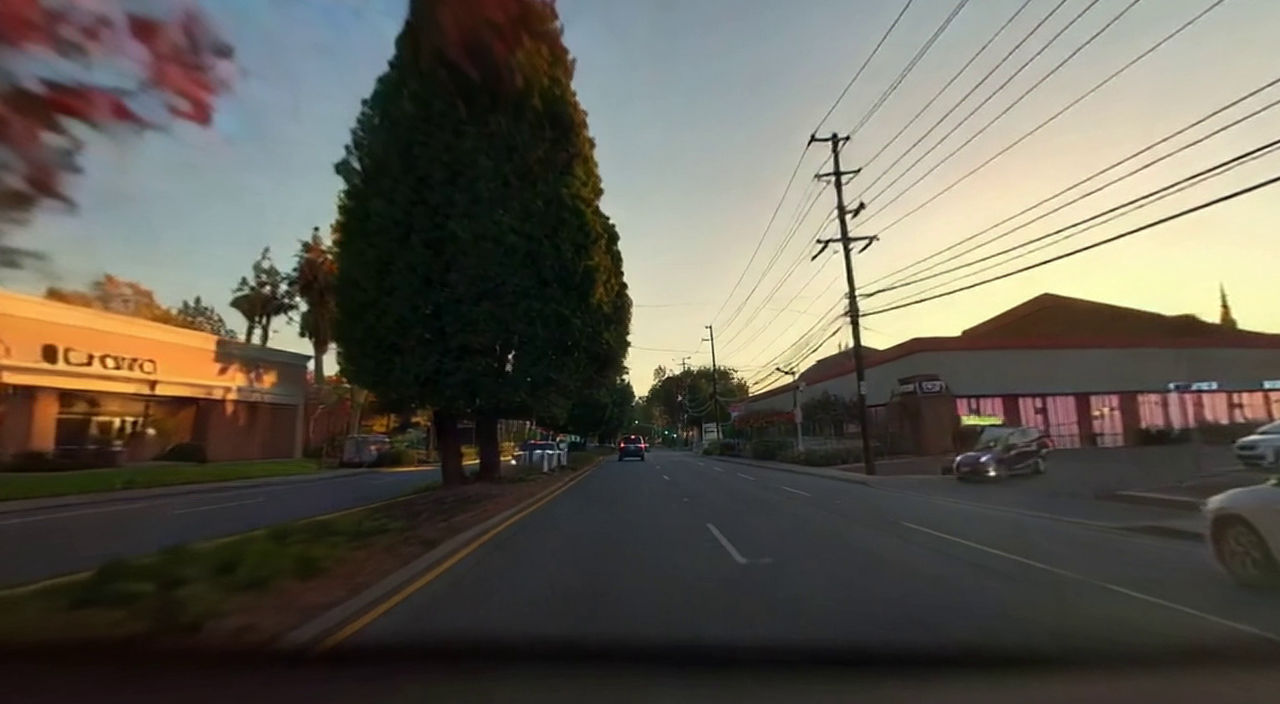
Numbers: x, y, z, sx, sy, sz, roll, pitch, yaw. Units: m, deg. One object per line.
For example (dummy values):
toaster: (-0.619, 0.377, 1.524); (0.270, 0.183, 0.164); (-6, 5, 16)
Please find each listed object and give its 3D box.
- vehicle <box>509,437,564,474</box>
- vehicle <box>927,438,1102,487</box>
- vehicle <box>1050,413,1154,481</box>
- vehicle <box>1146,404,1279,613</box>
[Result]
vehicle: (-5.737, 5.775, 35.647); (2.278, 1.828, 4.970); (-2, -8, 0)
vehicle: (14.639, 4.298, 24.860); (5.733, 1.610, 2.253); (0, -8, -11)
vehicle: (19.135, 3.932, 26.245); (2.918, 2.614, 1.930); (3, -9, -18)
vehicle: (6.267, 1.139, 4.234); (1.995, 1.705, 4.434); (0, -9, 0)
